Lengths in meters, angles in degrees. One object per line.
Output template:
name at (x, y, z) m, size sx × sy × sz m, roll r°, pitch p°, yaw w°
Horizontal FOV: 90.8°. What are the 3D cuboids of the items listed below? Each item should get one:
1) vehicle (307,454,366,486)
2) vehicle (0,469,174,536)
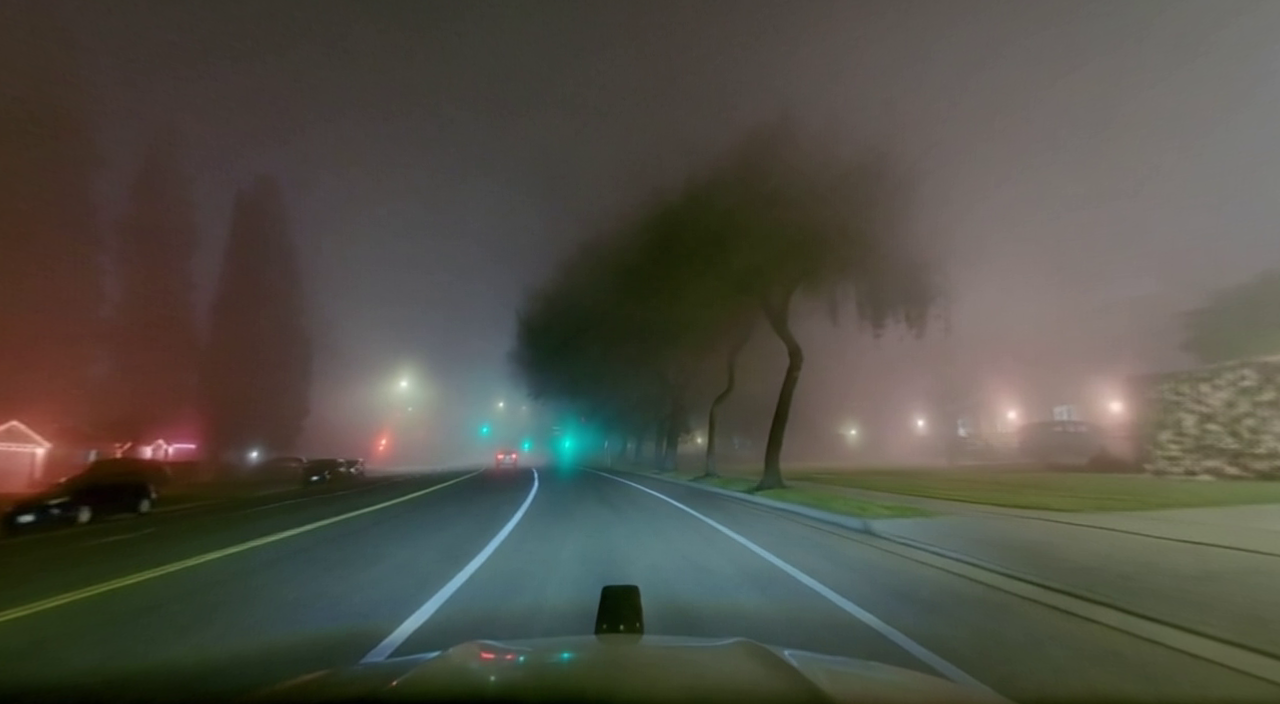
vehicle at (-19.391, 7.555, 40.602) m, size 2.029 × 1.726 × 5.366 m, roll -3°, pitch -9°, yaw -11°
vehicle at (-15.729, 4.151, 17.933) m, size 1.911 × 1.436 × 4.554 m, roll 1°, pitch -8°, yaw -7°
